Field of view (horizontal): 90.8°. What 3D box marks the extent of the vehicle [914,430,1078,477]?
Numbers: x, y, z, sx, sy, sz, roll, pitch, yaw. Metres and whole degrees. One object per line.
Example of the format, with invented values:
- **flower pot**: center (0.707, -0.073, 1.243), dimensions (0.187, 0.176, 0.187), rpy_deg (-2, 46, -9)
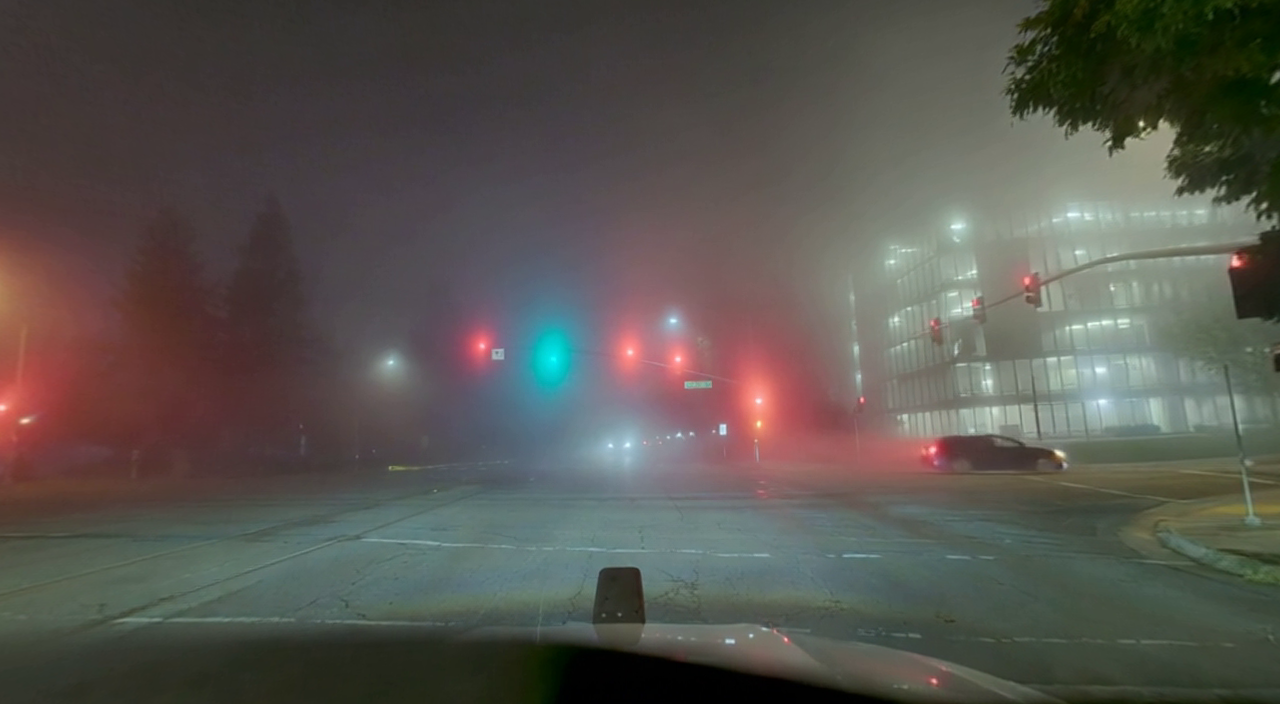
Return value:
- **vehicle**: center (14.449, 4.173, 25.962), dimensions (5.357, 1.814, 2.141), rpy_deg (-1, -8, 3)
